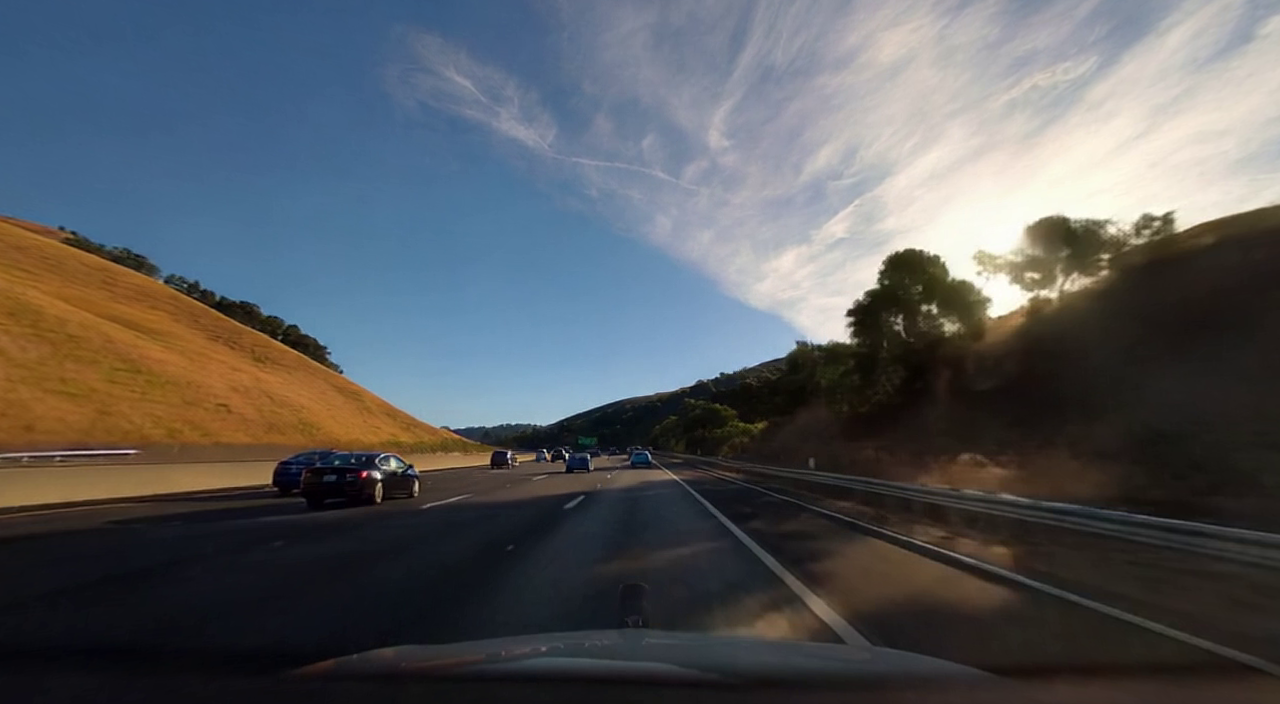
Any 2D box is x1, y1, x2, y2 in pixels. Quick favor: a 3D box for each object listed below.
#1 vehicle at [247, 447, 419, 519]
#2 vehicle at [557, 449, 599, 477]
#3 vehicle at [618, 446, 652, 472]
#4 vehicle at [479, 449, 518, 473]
[{"bbox_3d":[-7.153,3.059,15.309,1.991,1.441,4.265,0,-8,1],"label":"vehicle"},{"bbox_3d":[-3.708,6.703,38.391,2.144,1.505,4.649,0,-8,-1],"label":"vehicle"},{"bbox_3d":[-0.356,7.399,43.779,2.225,1.674,4.044,0,-8,-1],"label":"vehicle"},{"bbox_3d":[-11.060,8.553,49.730,2.025,1.750,4.505,0,-8,0],"label":"vehicle"}]
